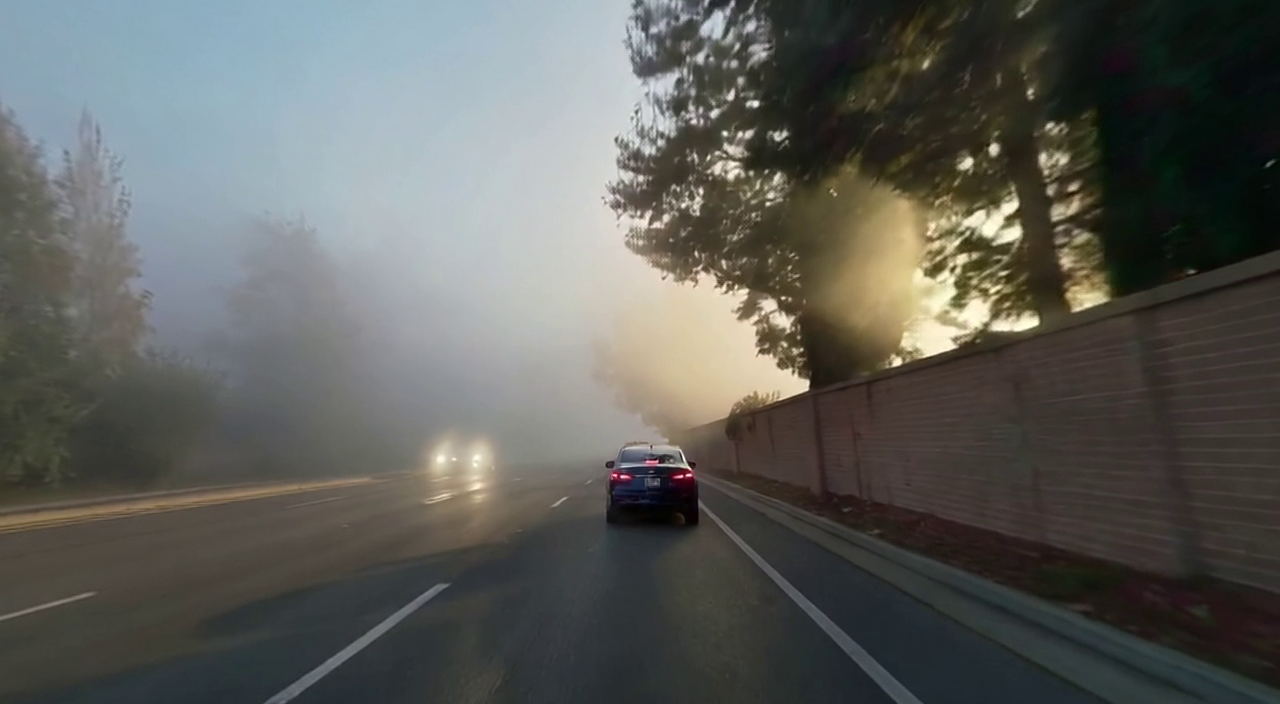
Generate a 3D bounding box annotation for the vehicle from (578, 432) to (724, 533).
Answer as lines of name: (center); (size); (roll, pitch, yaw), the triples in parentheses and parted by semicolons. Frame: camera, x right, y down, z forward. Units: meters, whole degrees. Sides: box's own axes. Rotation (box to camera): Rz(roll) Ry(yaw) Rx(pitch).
vehicle: (0.147, 2.303, 11.792); (2.205, 1.509, 4.272); (0, -8, -1)
